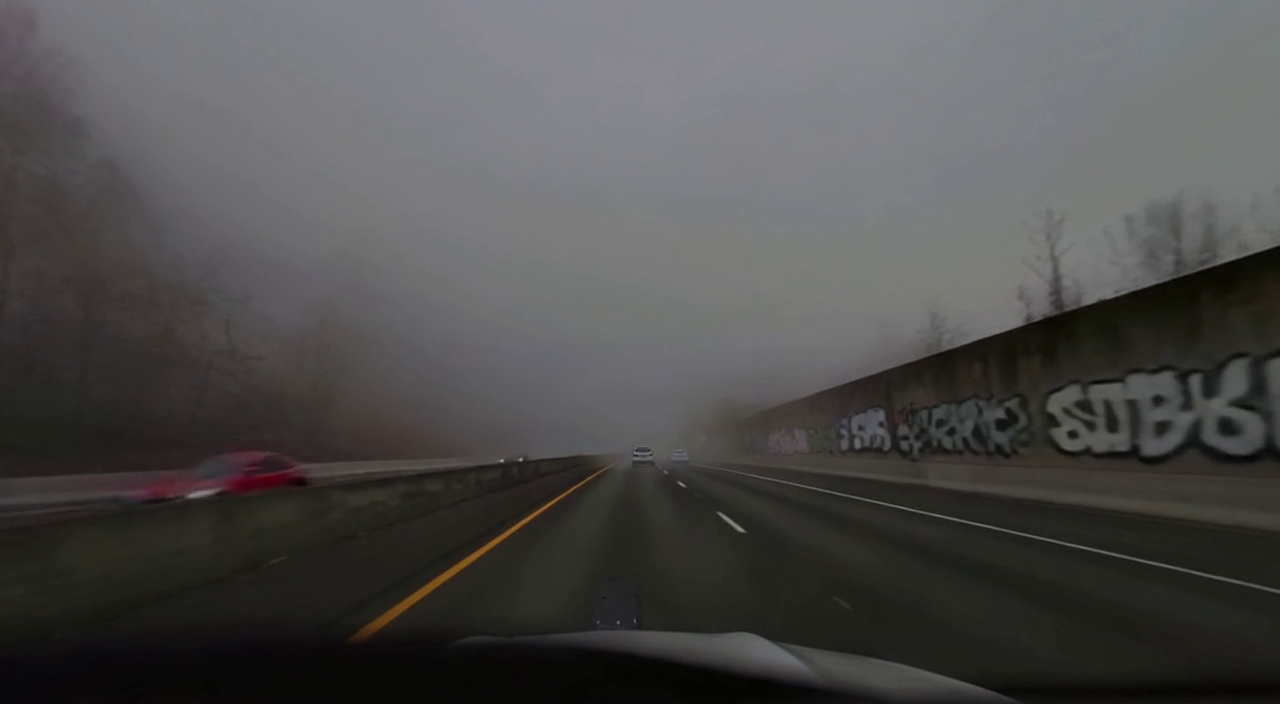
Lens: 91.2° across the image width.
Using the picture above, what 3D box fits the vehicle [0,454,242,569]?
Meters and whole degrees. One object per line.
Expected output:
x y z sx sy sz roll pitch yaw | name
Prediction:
-9.110 2.512 10.652 1.895 1.498 4.329 0 -9 -1 | vehicle

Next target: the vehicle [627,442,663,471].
0.263 6.508 39.042 2.095 1.671 4.219 0 -9 -1 | vehicle

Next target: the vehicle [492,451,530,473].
-9.563 8.144 46.751 1.904 1.499 4.352 -1 -9 0 | vehicle
